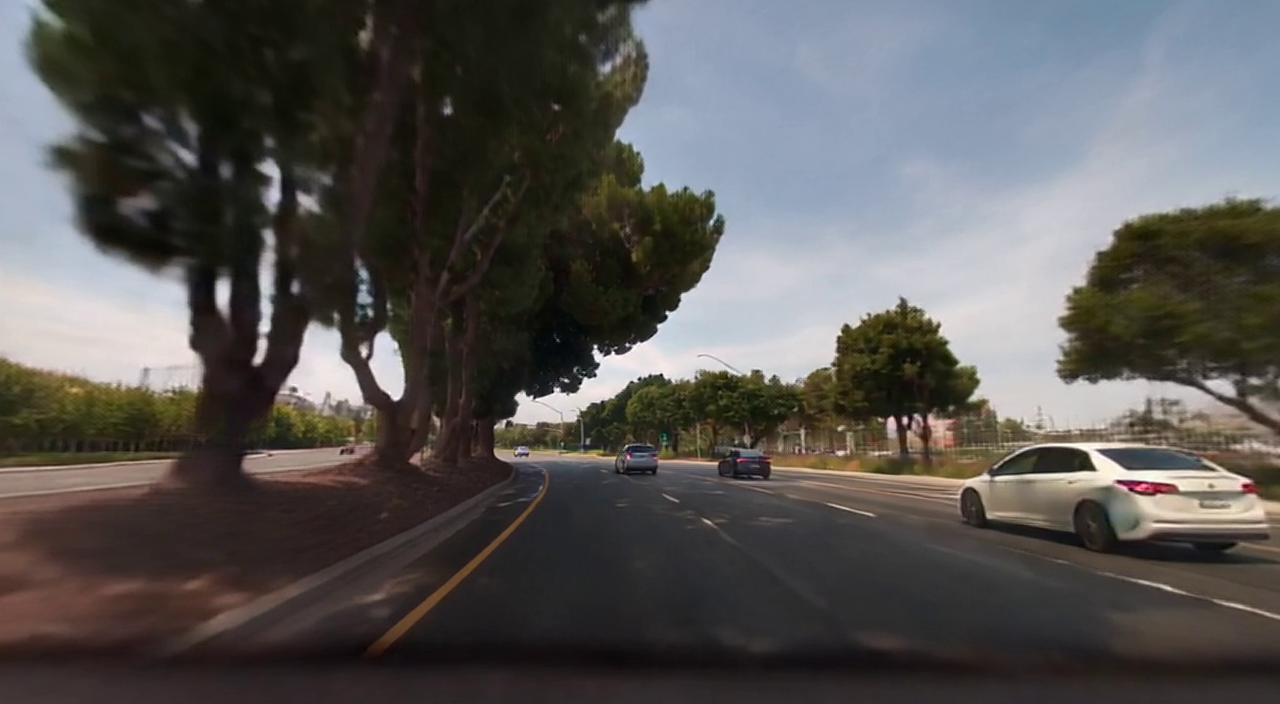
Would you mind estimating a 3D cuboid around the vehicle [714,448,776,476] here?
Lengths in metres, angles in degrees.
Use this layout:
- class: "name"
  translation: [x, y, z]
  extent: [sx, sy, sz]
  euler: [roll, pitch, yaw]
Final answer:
- class: "vehicle"
  translation: [5.949, 6.281, 36.365]
  extent: [1.940, 1.460, 4.652]
  euler: [2, -9, -12]

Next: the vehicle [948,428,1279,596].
- class: "vehicle"
  translation: [5.987, 1.750, 7.883]
  extent: [1.882, 1.476, 4.344]
  euler: [0, -8, -3]

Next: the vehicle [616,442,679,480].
- class: "vehicle"
  translation: [0.255, 5.146, 30.189]
  extent: [2.122, 1.646, 4.525]
  euler: [2, -9, -11]
